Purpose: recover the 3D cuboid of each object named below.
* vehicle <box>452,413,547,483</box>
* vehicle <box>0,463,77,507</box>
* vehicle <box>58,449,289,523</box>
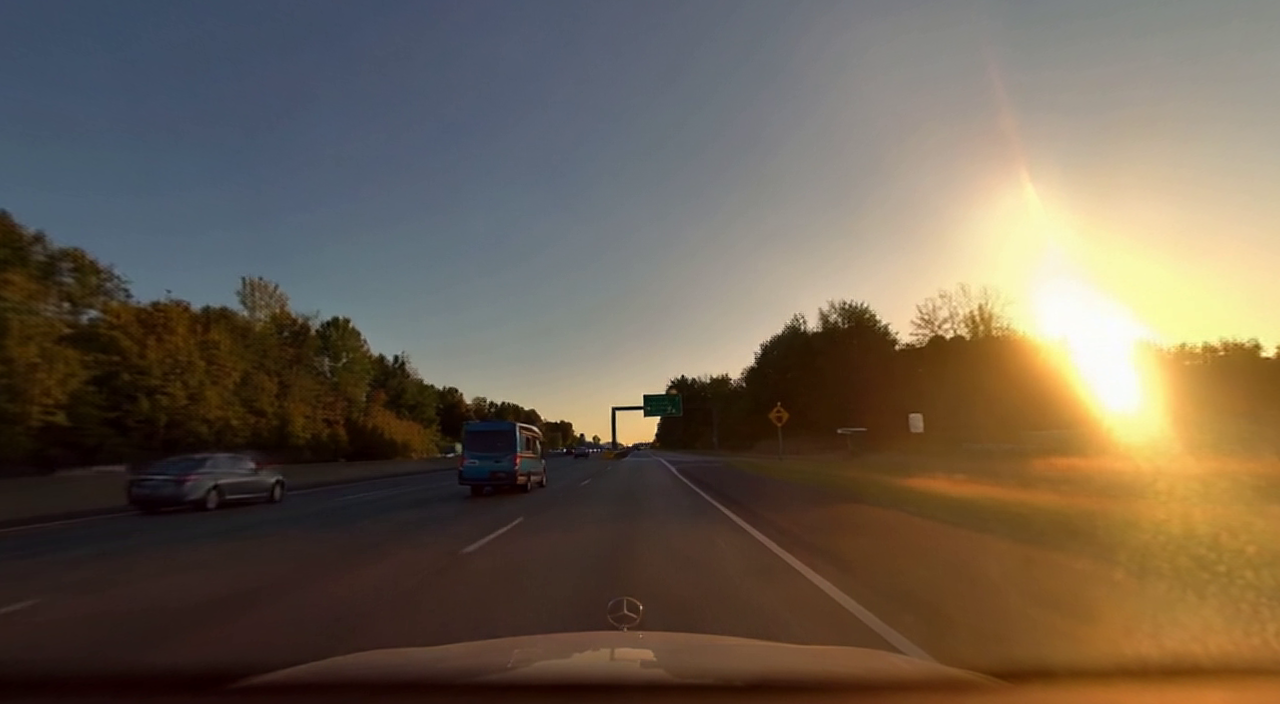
[{"bbox_3d":[-6.551,4.669,30.722,2.747,2.934,7.411,0,-9,1],"label":"vehicle"},{"bbox_3d":[-22.835,4.723,22.532,1.749,1.431,3.912,0,-9,1],"label":"vehicle"},{"bbox_3d":[-10.676,3.060,15.028,1.922,1.448,4.638,0,-9,1],"label":"vehicle"}]
